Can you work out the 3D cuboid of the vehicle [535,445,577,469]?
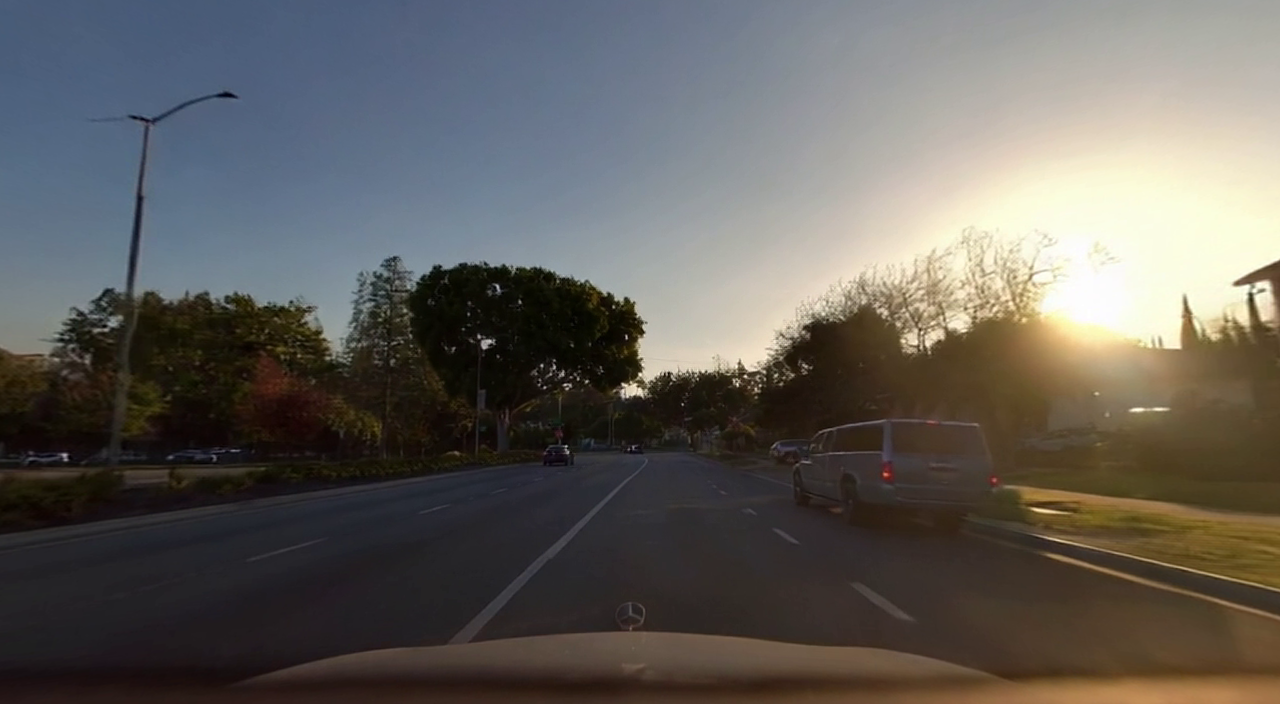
[{"bbox_3d":[-5.582,7.008,42.276,2.060,1.473,4.645,0,-9,1],"label":"vehicle"}]

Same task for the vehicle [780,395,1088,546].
[{"bbox_3d":[4.694,2.090,11.869,2.695,2.013,6.661,0,-9,1],"label":"vehicle"}]
